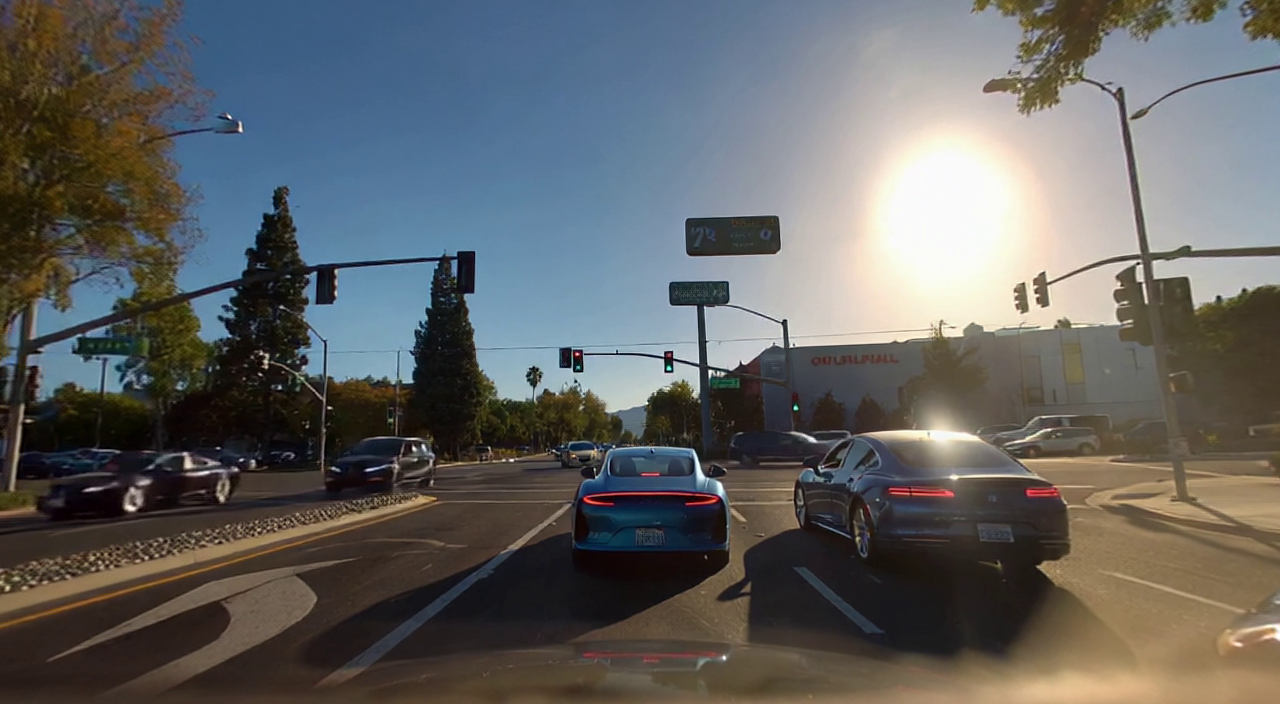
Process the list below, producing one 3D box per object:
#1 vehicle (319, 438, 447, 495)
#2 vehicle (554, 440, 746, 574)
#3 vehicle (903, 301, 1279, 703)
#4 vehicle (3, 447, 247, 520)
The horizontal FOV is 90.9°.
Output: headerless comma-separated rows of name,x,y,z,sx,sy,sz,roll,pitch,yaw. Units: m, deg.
vehicle,-8.288,3.714,20.921,2.091,1.651,4.870,0,-8,1
vehicle,0.121,1.869,8.395,1.945,1.343,3.827,0,-8,1
vehicle,3.108,0.803,2.532,2.143,1.759,4.531,0,-8,0
vehicle,-11.974,3.039,15.194,2.053,1.436,4.494,0,-8,0
